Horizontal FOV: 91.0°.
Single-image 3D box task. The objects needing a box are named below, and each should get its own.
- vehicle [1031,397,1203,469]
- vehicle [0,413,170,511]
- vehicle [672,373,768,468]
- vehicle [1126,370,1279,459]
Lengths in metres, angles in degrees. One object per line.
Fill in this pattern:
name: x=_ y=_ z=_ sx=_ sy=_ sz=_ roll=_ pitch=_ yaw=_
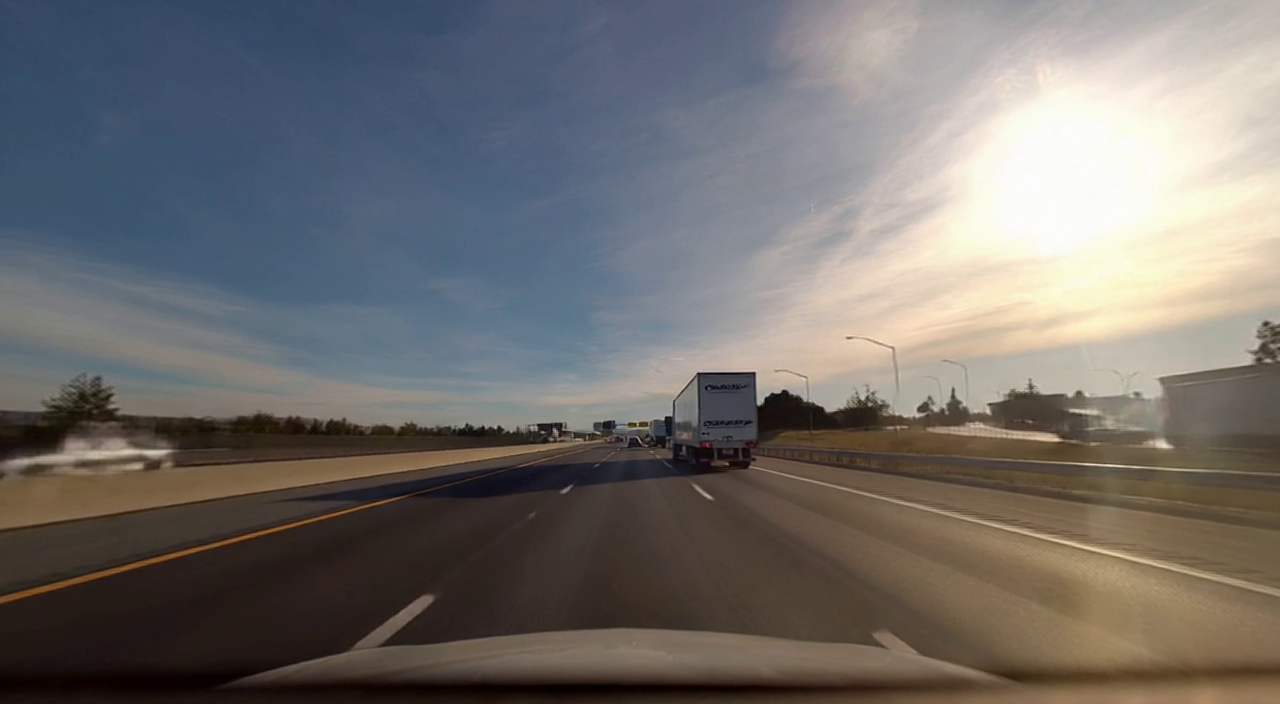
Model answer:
vehicle: x=24.396 y=4.000 z=32.923 sx=2.865 sy=2.885 sz=8.040 roll=-4 pitch=-3 yaw=2
vehicle: x=-20.192 y=3.684 z=21.571 sx=2.637 sy=2.866 sz=7.123 roll=0 pitch=-8 yaw=-1
vehicle: x=3.796 y=3.958 z=34.337 sx=2.976 sy=4.064 sz=14.619 roll=0 pitch=-8 yaw=-1
vehicle: x=32.241 y=3.580 z=34.066 sx=3.091 sy=4.047 sz=14.520 roll=-2 pitch=-8 yaw=12
